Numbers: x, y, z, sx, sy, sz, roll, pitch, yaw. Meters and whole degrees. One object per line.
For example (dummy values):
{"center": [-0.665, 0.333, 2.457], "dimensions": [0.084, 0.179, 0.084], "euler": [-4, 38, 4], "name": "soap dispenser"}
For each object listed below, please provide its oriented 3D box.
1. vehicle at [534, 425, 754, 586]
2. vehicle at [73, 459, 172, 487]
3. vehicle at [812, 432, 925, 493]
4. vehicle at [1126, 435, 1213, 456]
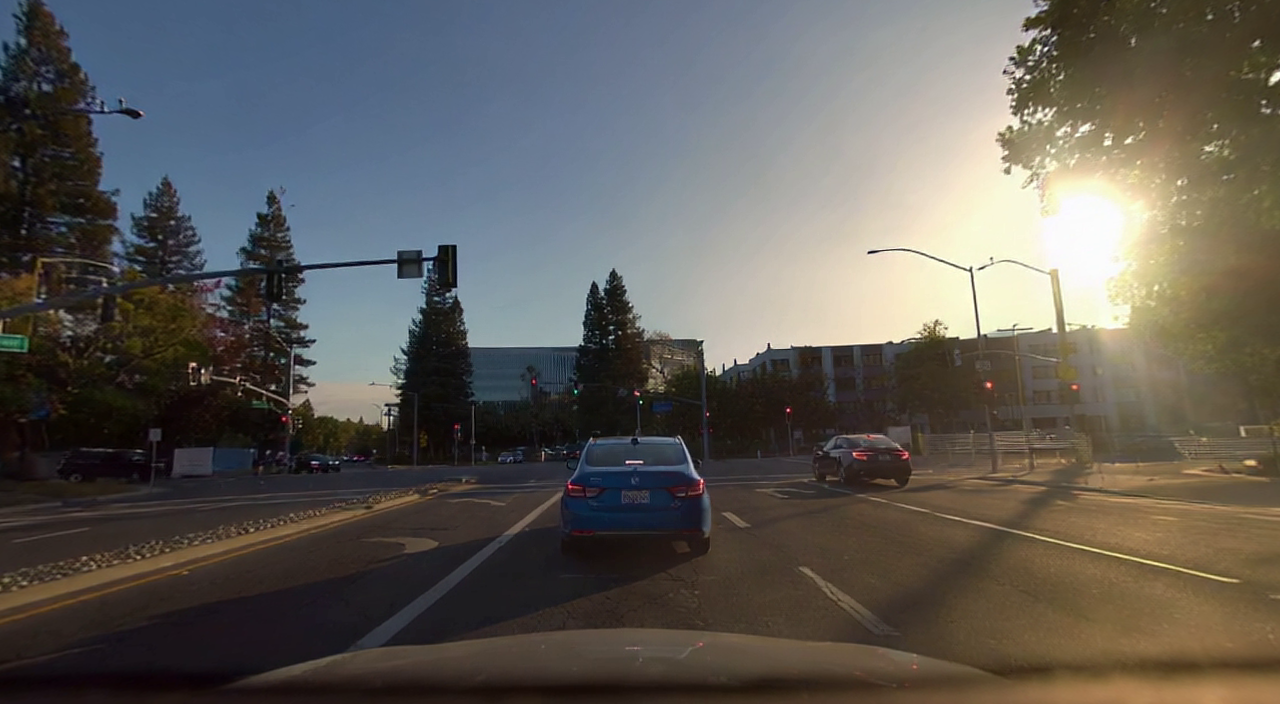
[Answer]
{"center": [-0.021, 1.763, 8.140], "dimensions": [2.070, 1.488, 4.206], "euler": [0, -8, -2], "name": "vehicle"}
{"center": [-32.392, 7.553, 39.633], "dimensions": [4.401, 1.625, 1.863], "euler": [0, -8, -4], "name": "vehicle"}
{"center": [7.053, 3.440, 20.065], "dimensions": [2.039, 1.692, 4.319], "euler": [0, -8, 1], "name": "vehicle"}
{"center": [37.513, 6.635, 44.832], "dimensions": [4.563, 1.454, 2.056], "euler": [1, -9, -7], "name": "vehicle"}
